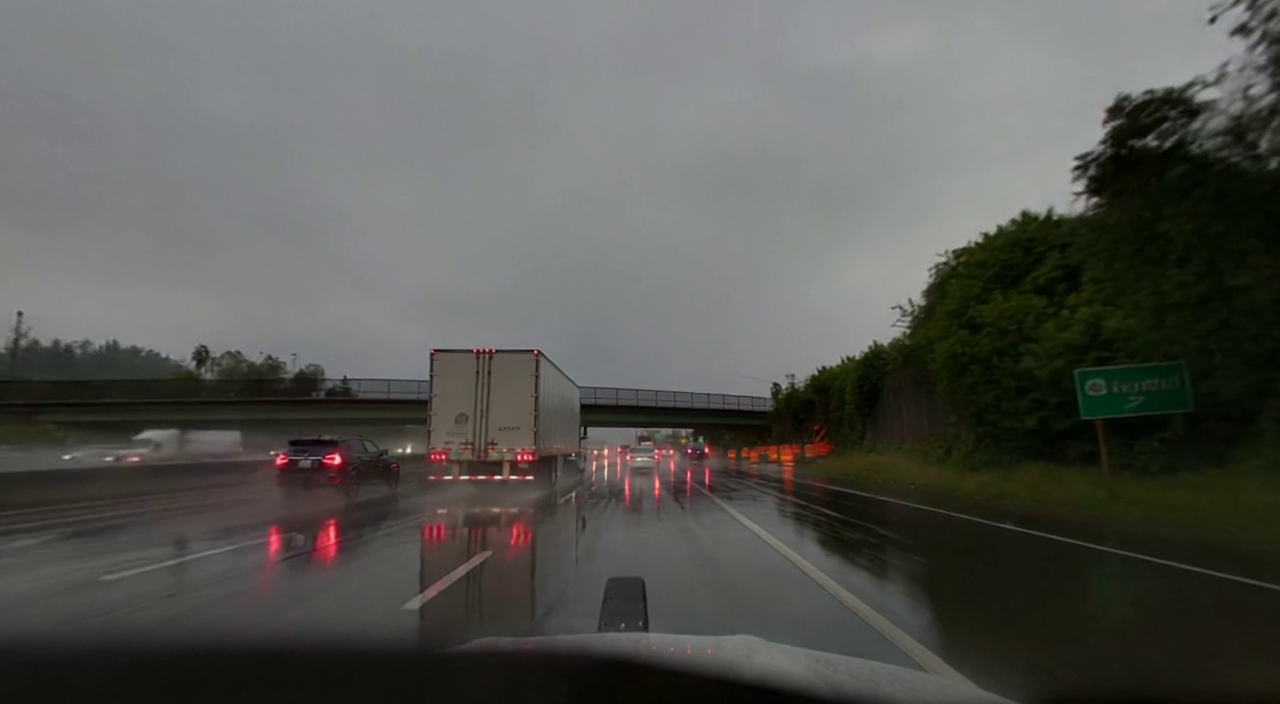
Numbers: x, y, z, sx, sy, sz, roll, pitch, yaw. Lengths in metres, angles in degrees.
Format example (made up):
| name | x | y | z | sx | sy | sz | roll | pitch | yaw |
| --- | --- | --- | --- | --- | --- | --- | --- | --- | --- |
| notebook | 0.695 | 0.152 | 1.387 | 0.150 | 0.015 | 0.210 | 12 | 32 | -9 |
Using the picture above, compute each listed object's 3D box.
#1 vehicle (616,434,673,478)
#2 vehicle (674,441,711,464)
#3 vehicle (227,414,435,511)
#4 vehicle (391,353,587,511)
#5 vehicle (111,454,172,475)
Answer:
| name | x | y | z | sx | sy | sz | roll | pitch | yaw |
| --- | --- | --- | --- | --- | --- | --- | --- | --- | --- |
| vehicle | 0.125 | 4.384 | 26.963 | 2.270 | 1.696 | 4.061 | 0 | -8 | -2 |
| vehicle | 3.501 | 6.804 | 42.770 | 2.003 | 1.465 | 4.092 | 0 | -8 | -2 |
| vehicle | -7.458 | 2.738 | 16.242 | 2.309 | 2.007 | 5.974 | 0 | -8 | 0 |
| vehicle | -3.602 | 2.427 | 18.728 | 3.075 | 3.276 | 11.073 | 0 | -8 | 0 |
| vehicle | -35.474 | 7.980 | 44.961 | 1.489 | 1.364 | 3.405 | 0 | -8 | 0 |
